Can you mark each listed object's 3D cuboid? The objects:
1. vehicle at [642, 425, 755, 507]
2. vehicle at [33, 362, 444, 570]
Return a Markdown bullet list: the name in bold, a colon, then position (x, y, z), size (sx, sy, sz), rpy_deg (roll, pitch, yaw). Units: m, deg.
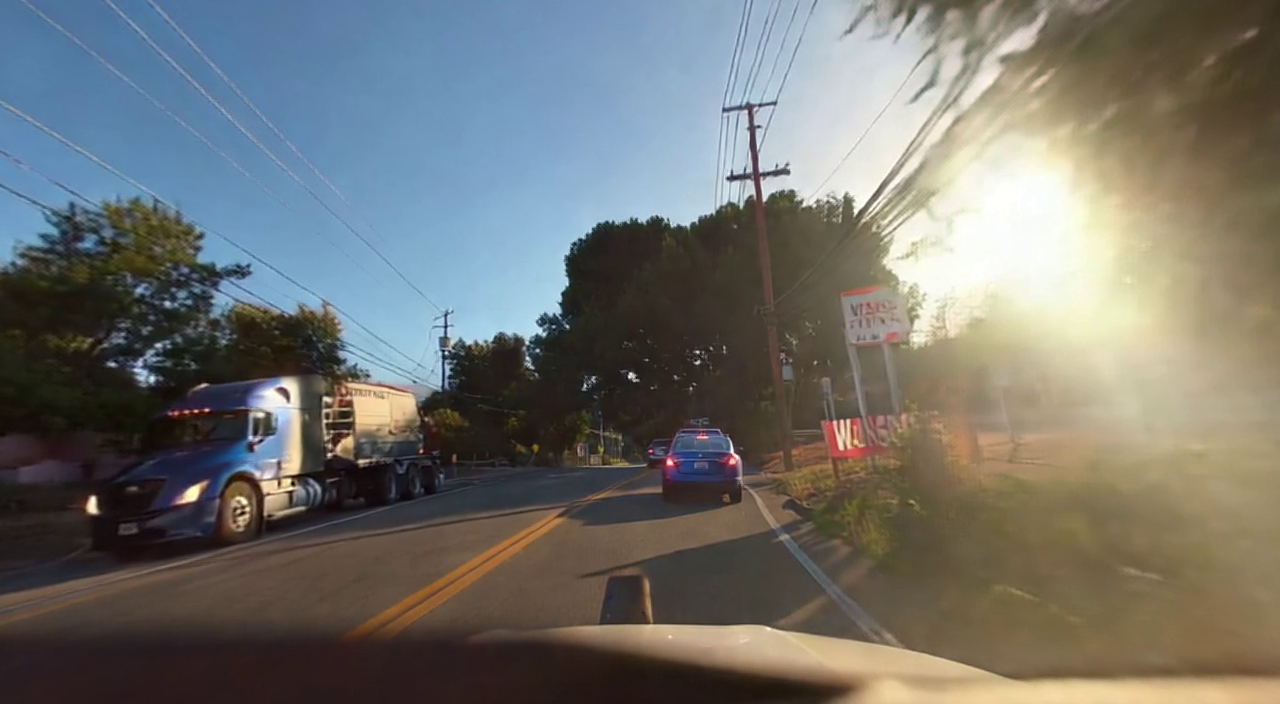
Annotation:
- **vehicle**: position (1.216, 2.415, 13.714), size (2.081, 1.503, 3.726), rpy_deg (-1, -8, 4)
- **vehicle**: position (-7.893, 2.201, 14.094), size (3.395, 3.071, 7.634), rpy_deg (-7, -6, 9)
